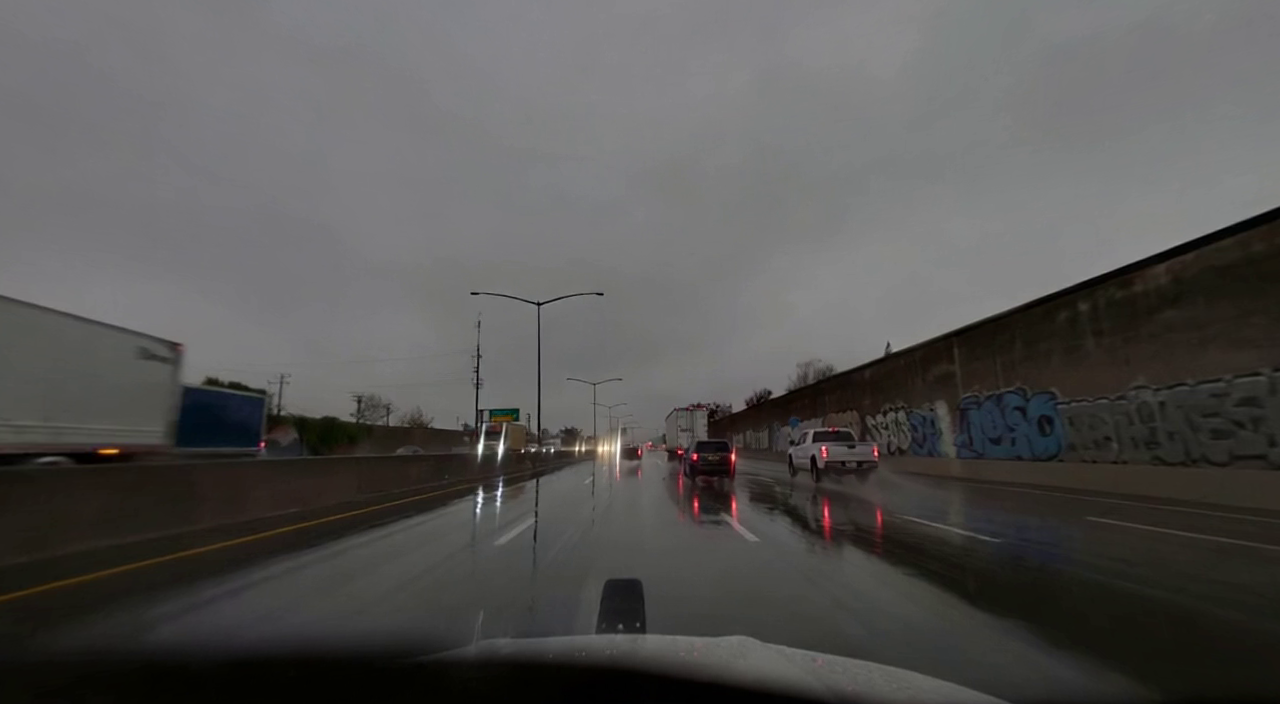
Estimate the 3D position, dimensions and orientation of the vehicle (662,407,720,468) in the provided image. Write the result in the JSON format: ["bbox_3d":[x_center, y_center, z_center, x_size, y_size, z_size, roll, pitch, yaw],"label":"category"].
[{"bbox_3d":[3.379,6.161,45.012,2.976,3.806,10.591,0,-9,-1],"label":"vehicle"}]

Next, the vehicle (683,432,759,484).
[{"bbox_3d":[3.092,4.196,25.317,2.249,1.843,5.176,0,-9,-1],"label":"vehicle"}]

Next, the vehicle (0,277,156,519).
[{"bbox_3d":[-11.174,0.319,7.090,2.937,3.634,10.764,0,-9,0],"label":"vehicle"}]

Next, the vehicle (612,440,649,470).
[{"bbox_3d":[-0.565,6.077,37.477,2.073,1.640,3.990,0,-9,-1],"label":"vehicle"}]

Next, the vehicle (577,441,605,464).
[{"bbox_3d":[-3.759,7.788,48.871,1.817,1.670,3.864,0,-9,0],"label":"vehicle"}]

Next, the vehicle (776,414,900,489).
[{"bbox_3d":[7.010,3.657,23.393,2.322,2.360,6.433,0,-9,-2],"label":"vehicle"}]
